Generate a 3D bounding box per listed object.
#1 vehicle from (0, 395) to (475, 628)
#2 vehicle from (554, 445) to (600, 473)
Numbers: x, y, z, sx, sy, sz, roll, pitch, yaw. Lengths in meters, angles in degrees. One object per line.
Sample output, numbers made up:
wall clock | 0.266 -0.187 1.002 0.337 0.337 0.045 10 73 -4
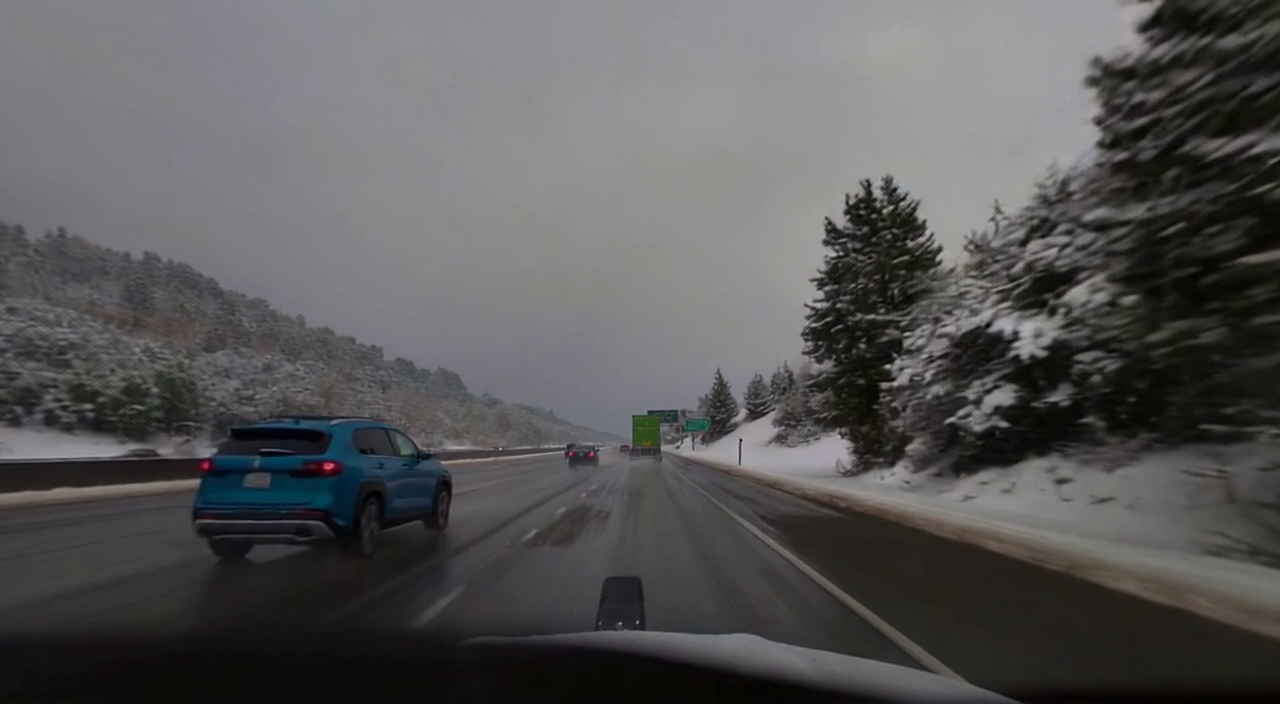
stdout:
vehicle | -3.657 1.553 7.156 2.194 1.725 4.698 0 -9 1
vehicle | -3.563 6.157 36.377 2.101 1.476 4.471 0 -9 1
